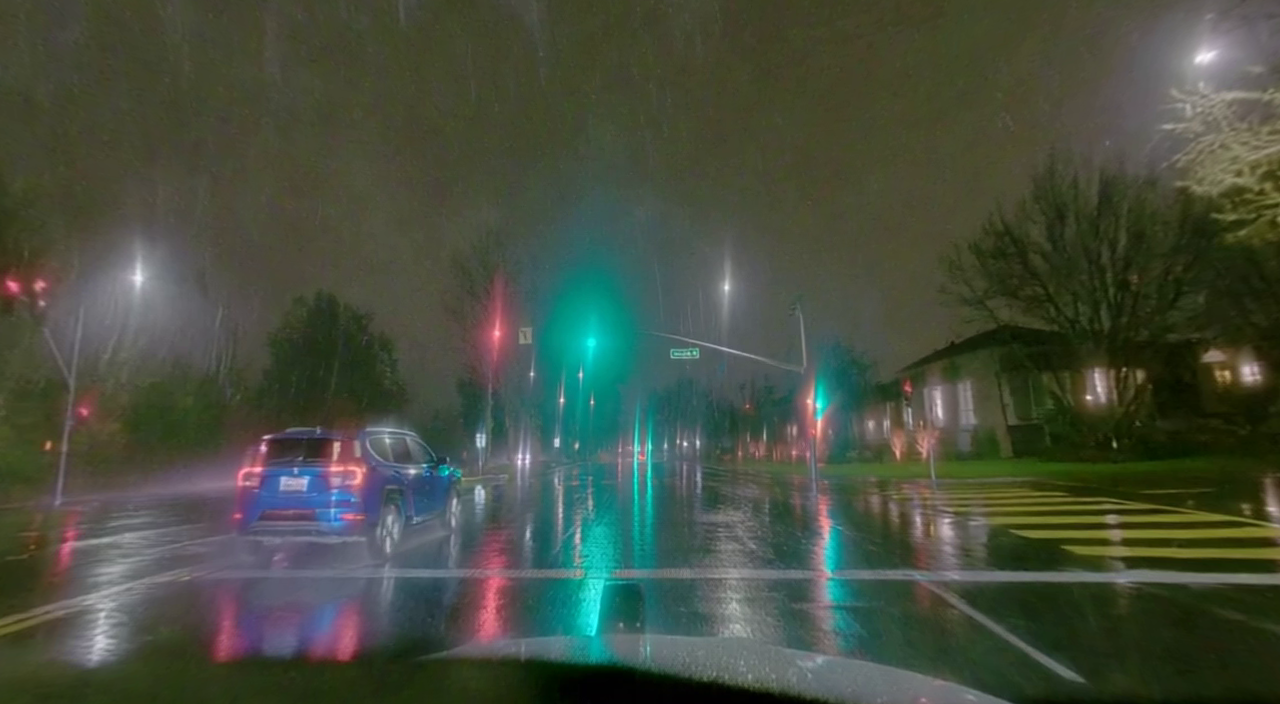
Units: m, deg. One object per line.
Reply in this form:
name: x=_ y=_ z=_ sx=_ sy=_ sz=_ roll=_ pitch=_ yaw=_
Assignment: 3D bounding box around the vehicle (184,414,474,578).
vehicle: x=-3.900 y=1.855 z=8.970 sx=1.993 sy=1.733 sz=4.262 roll=0 pitch=-8 yaw=-1
